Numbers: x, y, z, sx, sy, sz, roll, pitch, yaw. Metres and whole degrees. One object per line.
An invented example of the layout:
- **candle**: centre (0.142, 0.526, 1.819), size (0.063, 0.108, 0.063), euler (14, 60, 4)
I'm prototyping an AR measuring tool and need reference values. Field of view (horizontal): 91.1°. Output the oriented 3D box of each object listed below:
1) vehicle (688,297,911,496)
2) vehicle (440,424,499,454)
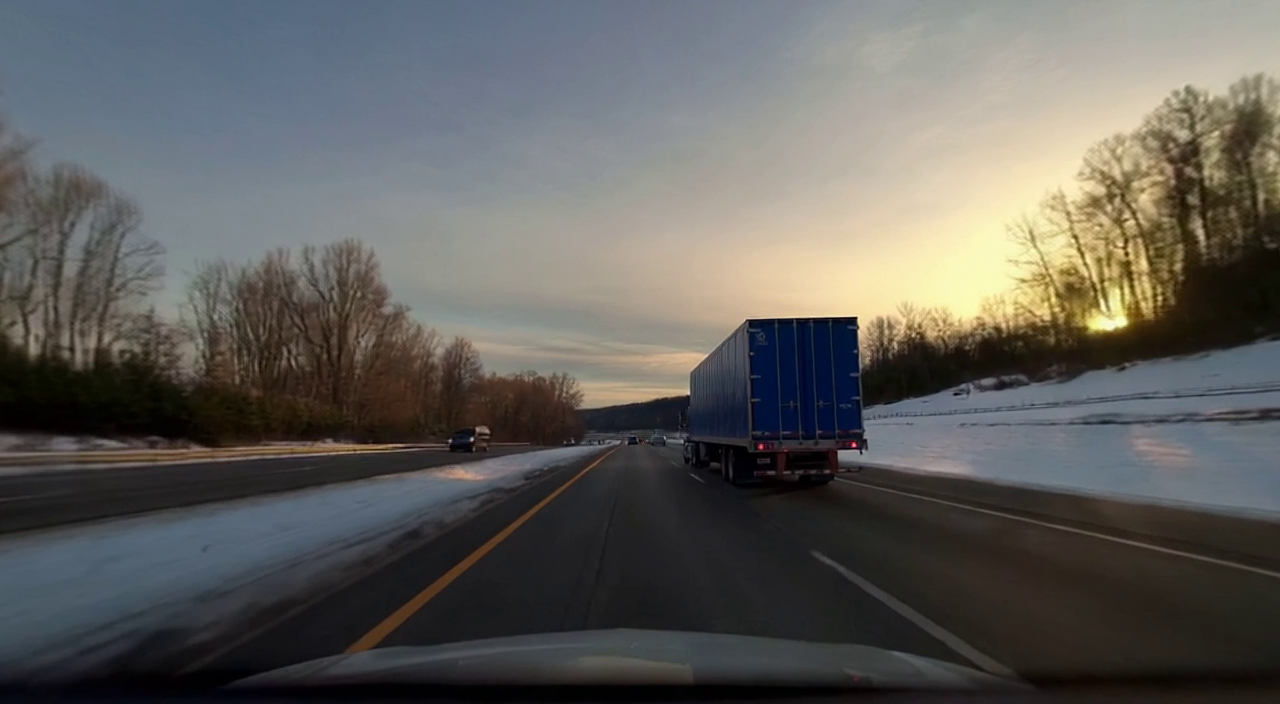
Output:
- **vehicle**: centre (4.038, 2.064, 22.006), size (3.203, 4.273, 17.131), euler (0, -8, 0)
- **vehicle**: centre (-9.057, 4.691, 33.809), size (1.918, 1.523, 4.278), euler (0, -8, 1)
